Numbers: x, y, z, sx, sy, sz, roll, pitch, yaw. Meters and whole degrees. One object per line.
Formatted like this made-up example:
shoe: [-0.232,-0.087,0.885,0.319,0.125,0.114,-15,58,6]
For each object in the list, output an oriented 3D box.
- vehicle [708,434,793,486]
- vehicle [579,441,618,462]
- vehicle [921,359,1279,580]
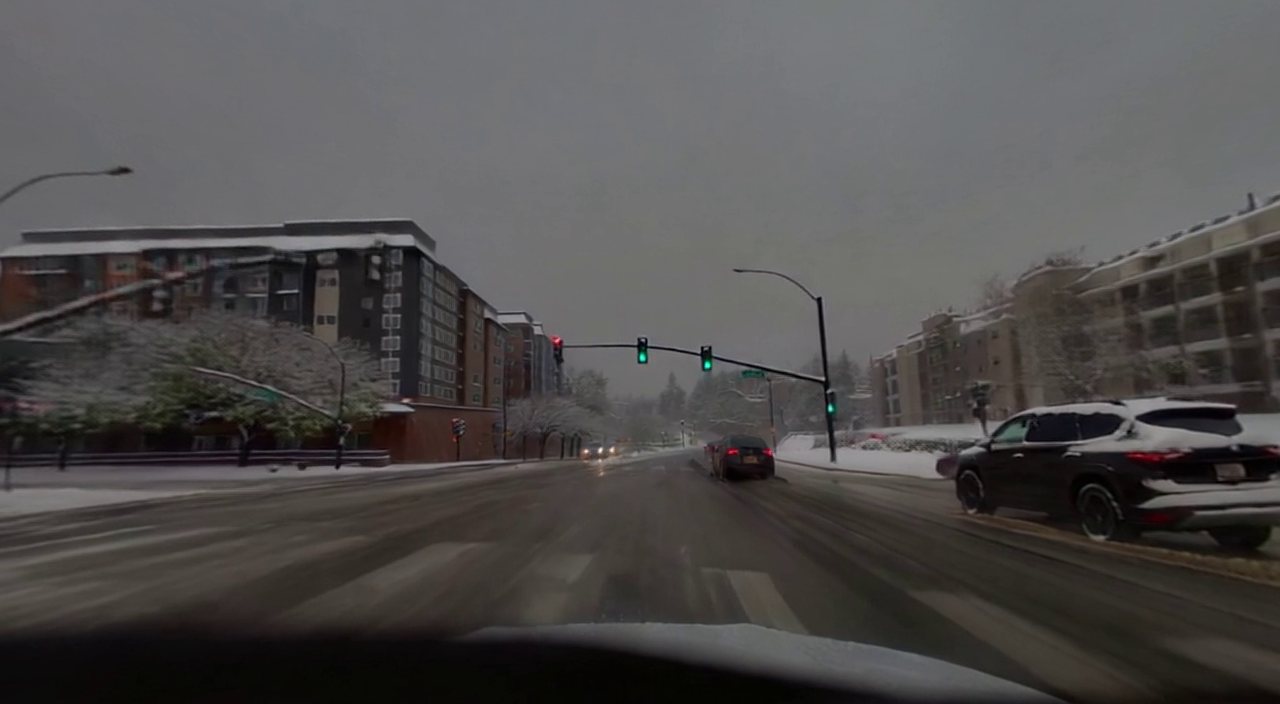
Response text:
vehicle: [3.432,3.455,20.484,2.003,1.480,4.494,0,-8,1]
vehicle: [-3.016,7.384,47.035,2.032,1.484,4.437,-1,-8,8]
vehicle: [6.431,1.495,8.736,2.427,2.017,5.763,0,-8,0]
